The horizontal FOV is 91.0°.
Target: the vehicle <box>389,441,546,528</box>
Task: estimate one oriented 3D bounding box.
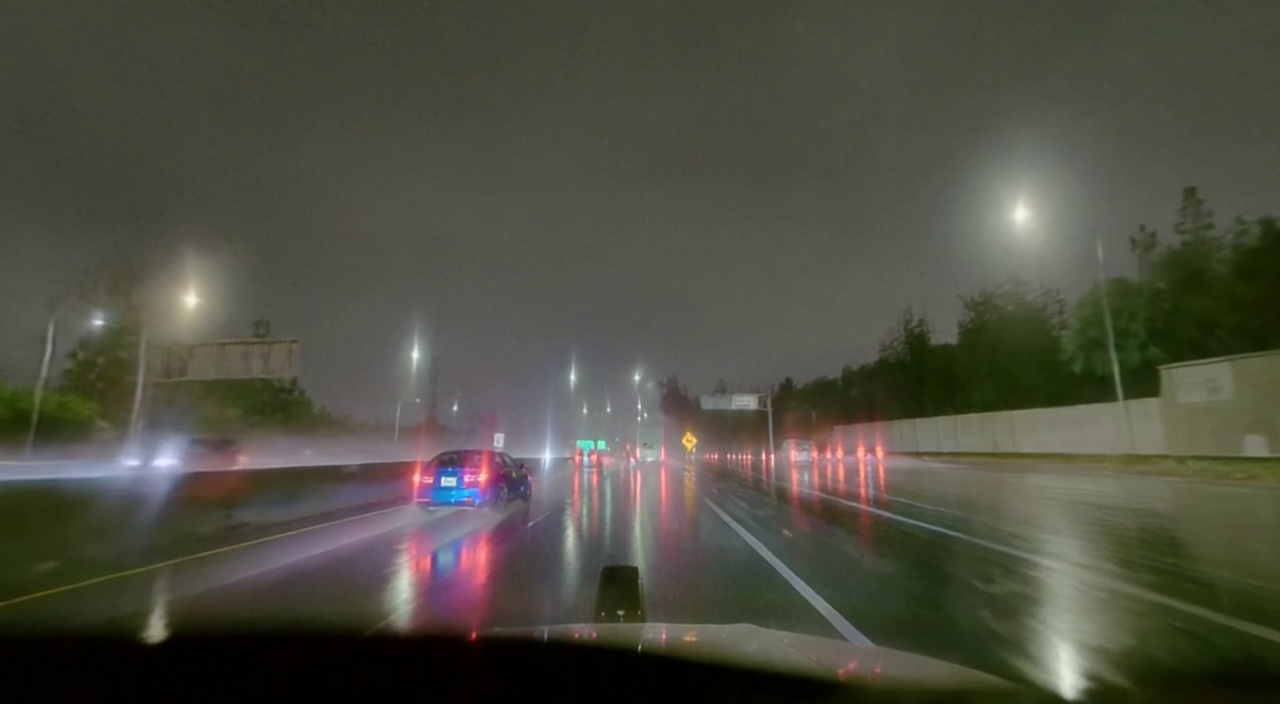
[{"bbox_3d":[-3.394,2.702,13.492,2.012,1.510,4.672,0,-9,0],"label":"vehicle"}]

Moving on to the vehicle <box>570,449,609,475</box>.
[{"bbox_3d":[-3.005,6.664,38.281,1.965,1.459,4.145,0,-9,0],"label":"vehicle"}]
